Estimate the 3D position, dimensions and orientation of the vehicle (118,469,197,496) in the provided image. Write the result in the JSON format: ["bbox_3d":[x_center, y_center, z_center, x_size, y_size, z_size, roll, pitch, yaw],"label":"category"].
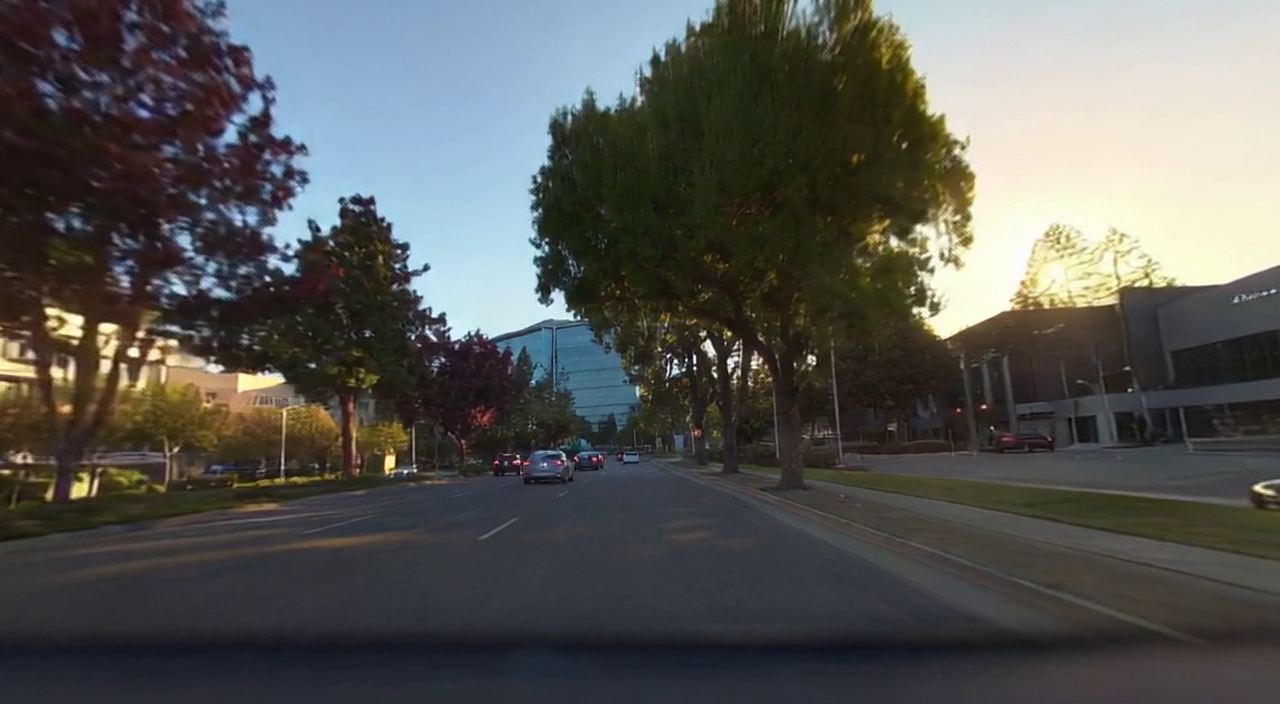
[{"bbox_3d":[-36.333,9.805,47.753,1.951,1.648,5.053,-4,-9,0],"label":"vehicle"}]

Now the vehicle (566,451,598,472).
[{"bbox_3d":[-4.194,7.983,46.330,1.971,1.414,4.317,0,-9,0],"label":"vehicle"}]

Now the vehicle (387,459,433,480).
[{"bbox_3d":[-17.048,8.717,47.038,1.881,1.420,4.198,0,-9,-1],"label":"vehicle"}]

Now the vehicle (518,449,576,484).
[{"bbox_3d":[-4.223,5.279,29.461,2.011,1.483,4.596,0,-9,0],"label":"vehicle"}]

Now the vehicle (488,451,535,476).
[{"bbox_3d":[-8.385,7.321,41.698,1.976,1.497,4.709,0,-9,1],"label":"vehicle"}]

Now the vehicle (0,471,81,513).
[{"bbox_3d":[-27.181,6.109,27.383,1.758,1.566,4.531,-4,-9,1],"label":"vehicle"}]

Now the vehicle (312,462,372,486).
[{"bbox_3d":[-20.320,8.313,43.323,1.927,1.455,4.661,0,-9,-1],"label":"vehicle"}]
